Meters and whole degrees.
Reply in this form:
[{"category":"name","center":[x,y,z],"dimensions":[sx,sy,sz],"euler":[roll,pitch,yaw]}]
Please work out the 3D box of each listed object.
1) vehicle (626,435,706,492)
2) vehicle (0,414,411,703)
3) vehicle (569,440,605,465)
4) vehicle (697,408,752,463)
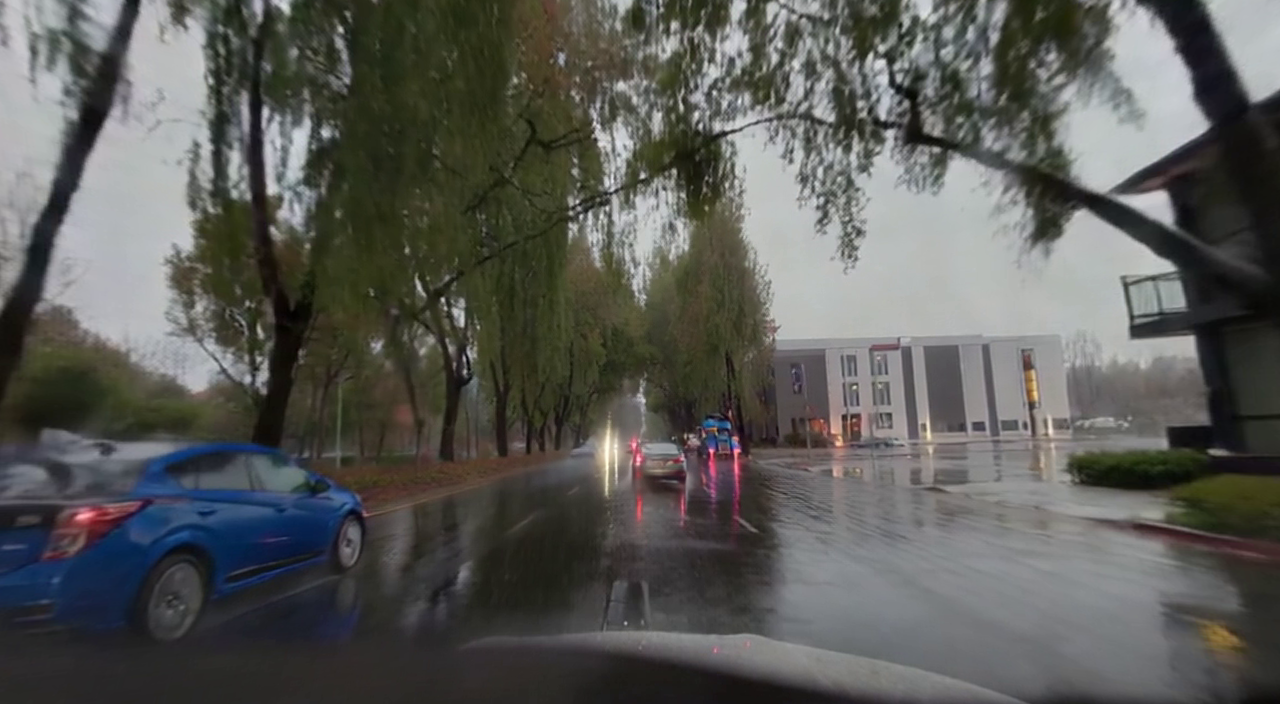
[{"category":"vehicle","center":[0.646,3.218,18.491],"dimensions":[2.086,1.466,4.026],"euler":[0,-8,-1]},{"category":"vehicle","center":[-3.994,1.433,5.670],"dimensions":[2.003,1.507,4.808],"euler":[0,-8,1]},{"category":"vehicle","center":[-3.630,6.953,43.911],"dimensions":[2.062,1.641,4.193],"euler":[0,-8,1]},{"category":"vehicle","center":[6.226,6.450,48.282],"dimensions":[2.867,3.600,11.047],"euler":[-1,-8,1]}]
